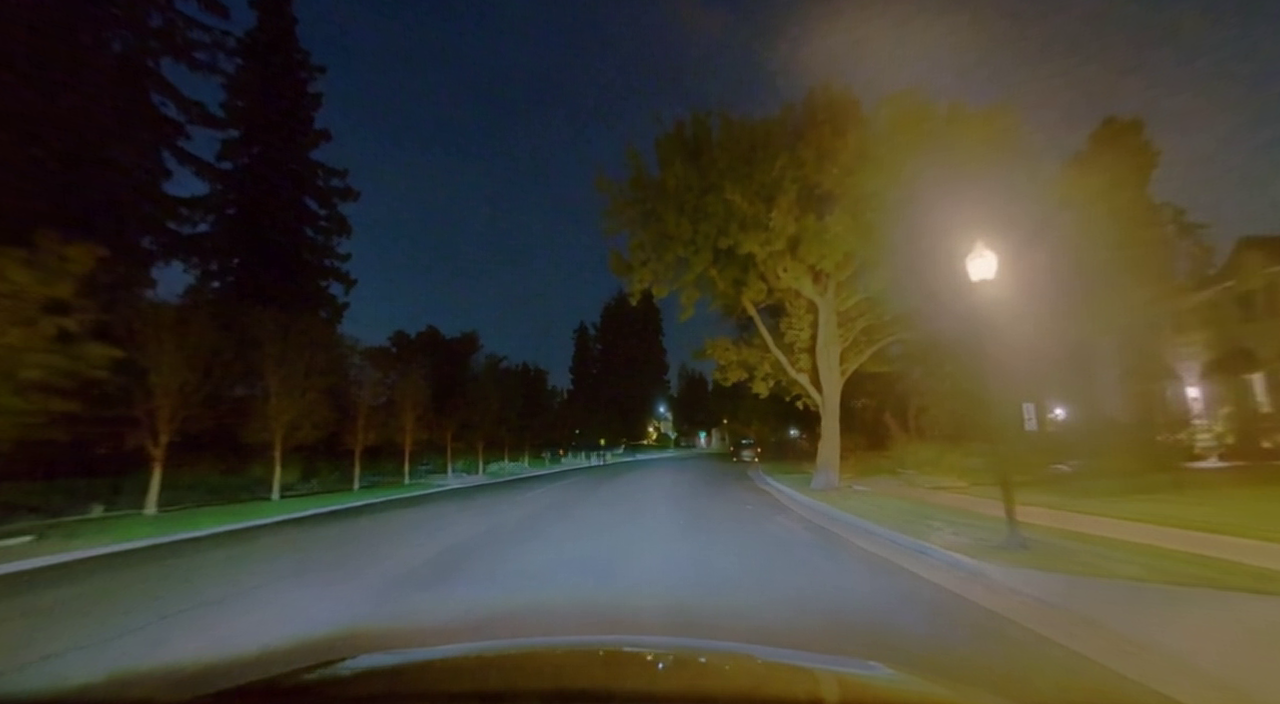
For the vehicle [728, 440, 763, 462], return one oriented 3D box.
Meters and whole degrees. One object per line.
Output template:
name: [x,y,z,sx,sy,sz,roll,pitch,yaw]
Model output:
vehicle: [7.787,7.392,47.200,2.088,1.522,4.449,-1,-8,3]
